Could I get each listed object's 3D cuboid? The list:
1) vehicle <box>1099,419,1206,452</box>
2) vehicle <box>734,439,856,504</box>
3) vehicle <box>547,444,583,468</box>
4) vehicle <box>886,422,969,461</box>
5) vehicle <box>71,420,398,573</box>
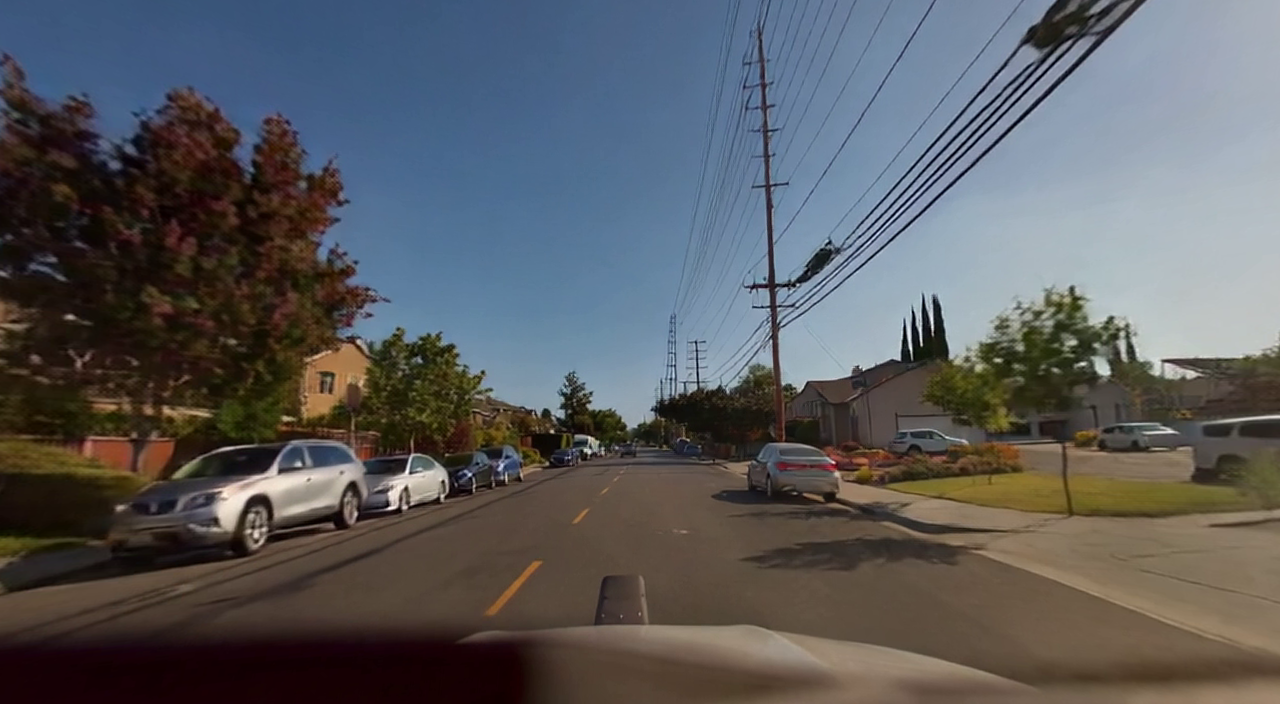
[{"bbox_3d":[24.614,4.077,30.604,1.796,1.471,4.679,-1,-9,8],"label":"vehicle"},{"bbox_3d":[3.991,3.159,17.227,2.108,1.493,4.878,0,-9,0],"label":"vehicle"},{"bbox_3d":[-5.543,7.769,47.280,2.055,1.666,4.168,-2,-9,2],"label":"vehicle"},{"bbox_3d":[13.764,4.373,30.611,2.039,1.712,4.766,-1,-9,4],"label":"vehicle"},{"bbox_3d":[-6.171,2.230,10.663,2.192,1.873,4.985,-2,-9,0],"label":"vehicle"}]
